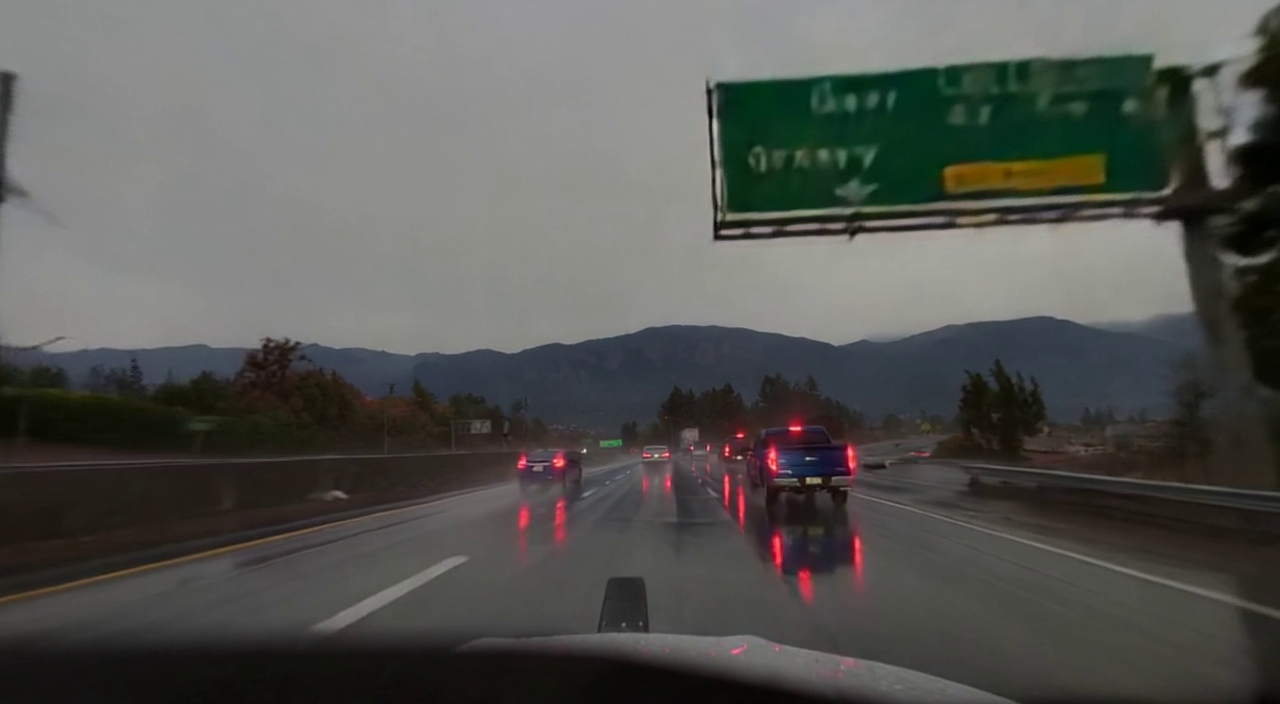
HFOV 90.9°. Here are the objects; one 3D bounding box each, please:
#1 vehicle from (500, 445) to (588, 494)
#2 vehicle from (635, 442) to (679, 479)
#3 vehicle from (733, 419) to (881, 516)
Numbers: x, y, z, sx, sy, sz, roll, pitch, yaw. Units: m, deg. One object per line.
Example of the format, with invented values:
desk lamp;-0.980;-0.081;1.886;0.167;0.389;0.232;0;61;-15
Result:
vehicle;-3.240;4.096;22.411;2.109;1.530;4.646;-1;-8;4
vehicle;0.877;5.166;30.344;1.959;1.604;4.065;-1;-8;3
vehicle;3.624;2.644;14.969;2.229;1.837;5.387;-1;-8;2
